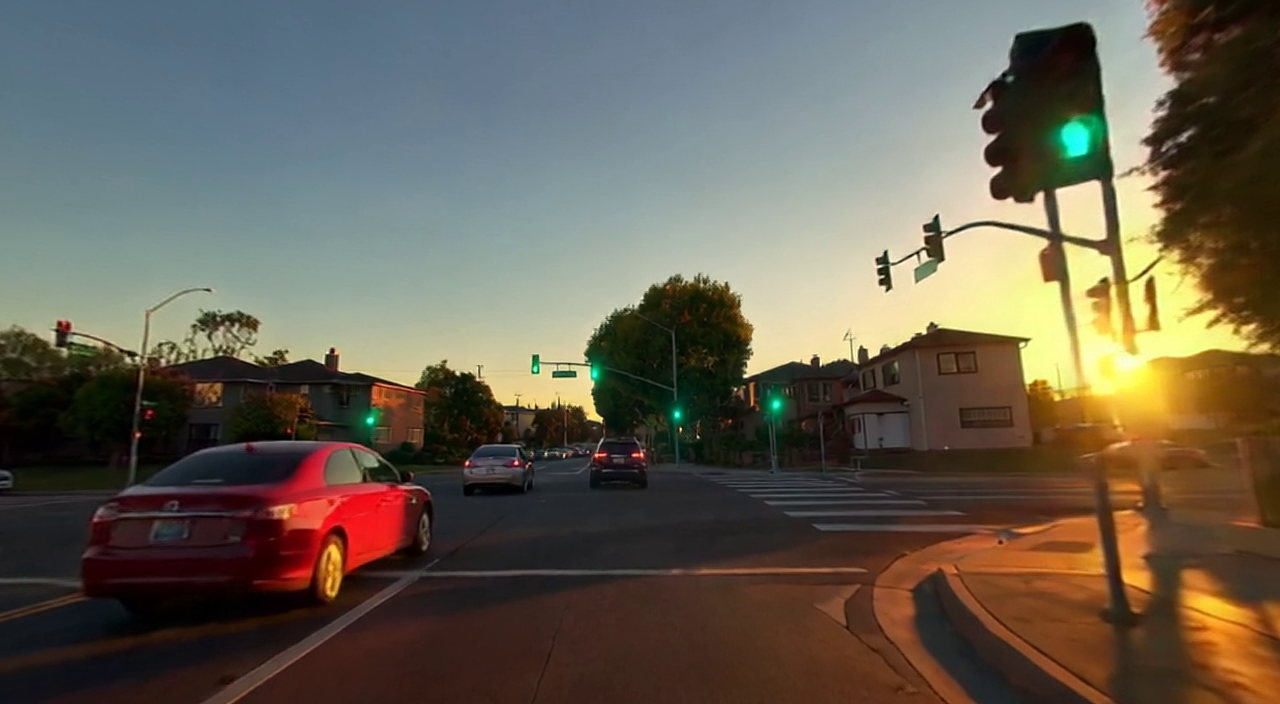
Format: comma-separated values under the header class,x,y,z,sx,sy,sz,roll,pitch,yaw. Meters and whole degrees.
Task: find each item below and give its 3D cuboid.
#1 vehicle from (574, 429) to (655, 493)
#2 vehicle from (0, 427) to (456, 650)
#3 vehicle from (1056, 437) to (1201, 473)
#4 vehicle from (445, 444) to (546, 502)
class,x,y,z,sx,sy,sz,roll,pitch,yaw
vehicle,-0.847,3.585,21.118,2.396,1.881,4.606,0,-8,-2
vehicle,-3.650,1.620,6.716,1.977,1.488,4.741,0,-8,0
vehicle,20.512,4.352,26.751,4.353,1.431,1.876,-2,-9,12
vehicle,-4.019,3.416,18.352,1.934,1.459,4.368,0,-8,-1
